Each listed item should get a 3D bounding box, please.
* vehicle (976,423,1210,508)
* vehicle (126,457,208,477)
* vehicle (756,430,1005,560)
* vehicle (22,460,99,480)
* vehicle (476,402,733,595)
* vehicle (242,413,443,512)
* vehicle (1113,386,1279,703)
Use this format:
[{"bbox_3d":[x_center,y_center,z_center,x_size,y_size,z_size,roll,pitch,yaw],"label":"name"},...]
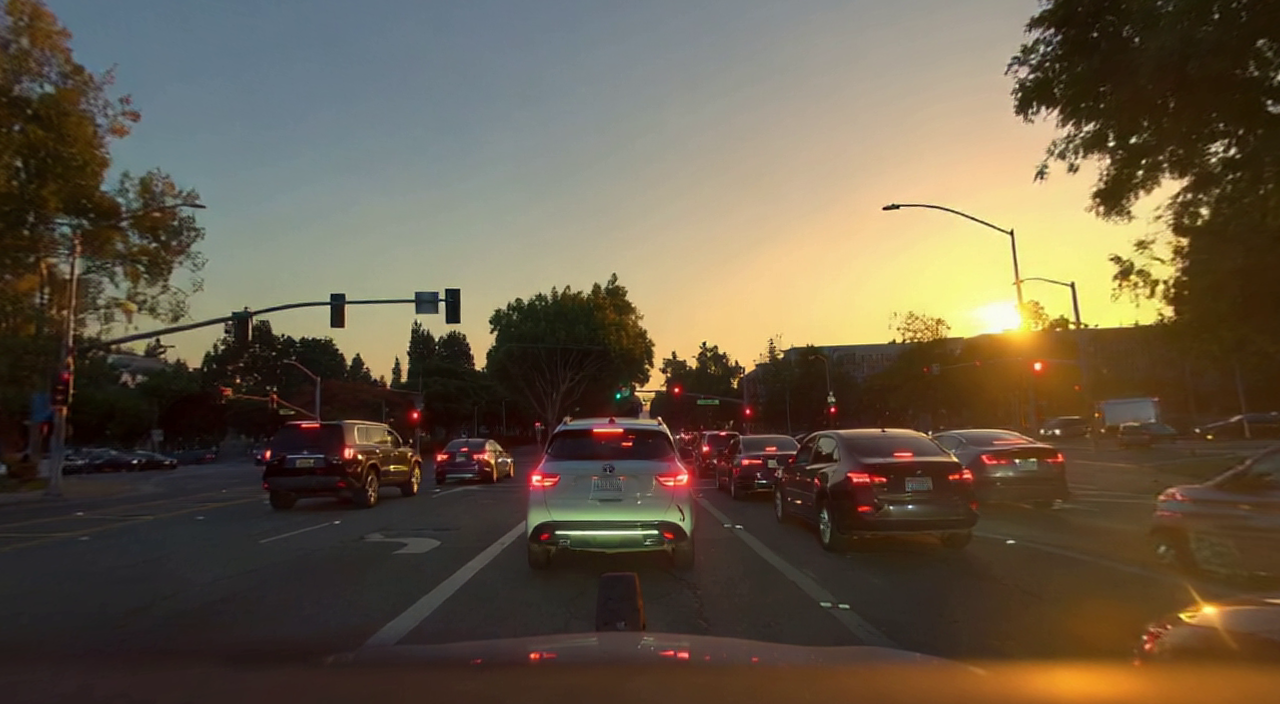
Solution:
[{"bbox_3d":[9.913,2.511,14.320,2.085,1.631,4.337,0,-8,0],"label":"vehicle"},{"bbox_3d":[-37.258,9.065,49.518,4.914,1.487,1.850,0,-8,0],"label":"vehicle"},{"bbox_3d":[3.173,1.972,9.491,1.971,1.473,4.495,0,-8,0],"label":"vehicle"},{"bbox_3d":[-45.611,9.286,49.454,4.232,1.498,1.791,0,-8,1],"label":"vehicle"},{"bbox_3d":[-0.301,1.593,7.637,2.256,1.694,4.055,0,-8,0],"label":"vehicle"},{"bbox_3d":[-6.699,2.561,15.008,2.214,1.953,5.017,0,-8,1],"label":"vehicle"},{"bbox_3d":[3.312,0.674,0.836,1.980,1.515,4.362,0,-8,1],"label":"vehicle"}]
